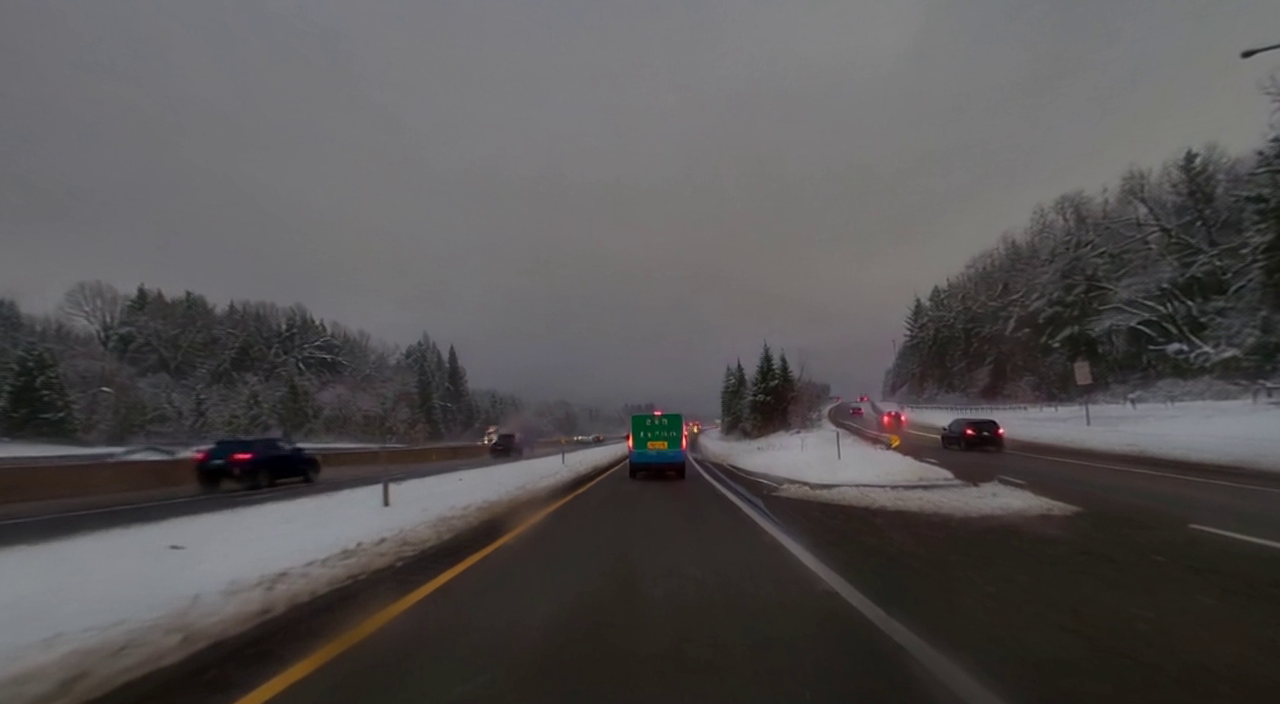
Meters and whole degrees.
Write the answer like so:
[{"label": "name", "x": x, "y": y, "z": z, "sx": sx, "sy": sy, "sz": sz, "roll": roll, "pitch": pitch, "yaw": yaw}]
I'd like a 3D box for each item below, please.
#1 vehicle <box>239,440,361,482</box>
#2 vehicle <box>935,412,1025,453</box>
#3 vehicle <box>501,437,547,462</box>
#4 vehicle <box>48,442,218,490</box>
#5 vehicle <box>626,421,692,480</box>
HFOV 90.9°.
[{"label": "vehicle", "x": -12.936, "y": 4.146, "z": 24.384, "sx": 1.918, "sy": 1.451, "sz": 4.668, "roll": -1, "pitch": -8, "yaw": 3}, {"label": "vehicle", "x": 14.978, "y": 3.628, "z": 28.095, "sx": 2.098, "sy": 1.654, "sz": 4.637, "roll": -2, "pitch": -8, "yaw": 10}, {"label": "vehicle", "x": -7.567, "y": 6.363, "z": 41.391, "sx": 1.896, "sy": 1.543, "sz": 4.429, "roll": -1, "pitch": -8, "yaw": 4}, {"label": "vehicle", "x": -17.197, "y": 3.835, "z": 21.785, "sx": 1.825, "sy": 1.437, "sz": 4.692, "roll": -1, "pitch": -8, "yaw": 3}, {"label": "vehicle", "x": 0.623, "y": 3.371, "z": 21.902, "sx": 2.043, "sy": 1.821, "sz": 4.558, "roll": 0, "pitch": -8, "yaw": 1}]
